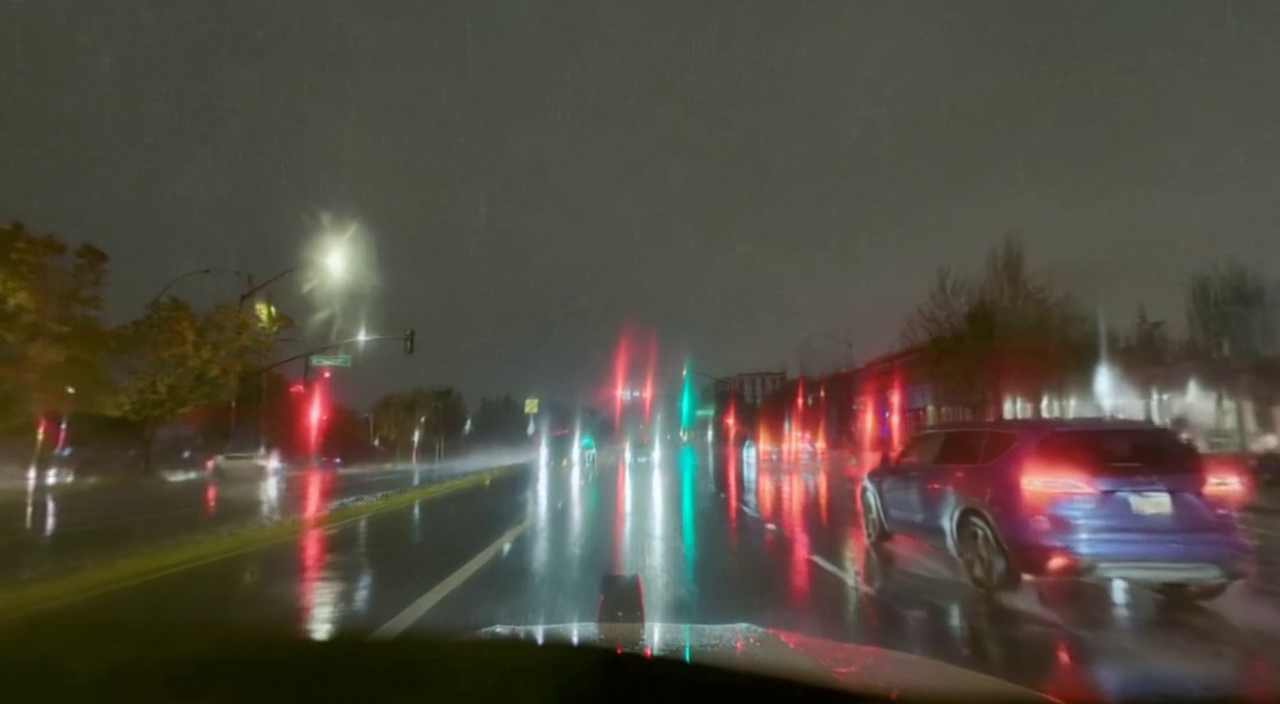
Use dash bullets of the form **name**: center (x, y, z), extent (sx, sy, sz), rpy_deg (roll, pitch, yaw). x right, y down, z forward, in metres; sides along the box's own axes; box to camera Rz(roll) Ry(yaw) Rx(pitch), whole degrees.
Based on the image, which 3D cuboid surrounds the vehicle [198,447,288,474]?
- **vehicle**: center (-24.845, 6.762, 39.714), extent (4.561, 1.588, 1.832), rpy_deg (5, -10, -29)

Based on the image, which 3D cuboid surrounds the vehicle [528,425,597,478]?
- **vehicle**: center (-2.875, 3.856, 24.621), extent (2.064, 1.825, 4.760), rpy_deg (0, -8, 0)

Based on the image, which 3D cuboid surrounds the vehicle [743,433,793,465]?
- **vehicle**: center (7.078, 5.420, 35.365), extent (1.894, 1.693, 4.110), rpy_deg (0, -8, -1)

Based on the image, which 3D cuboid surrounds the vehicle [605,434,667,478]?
- **vehicle**: center (-0.151, 3.804, 23.333), extent (2.097, 1.480, 4.006), rpy_deg (0, -8, 0)

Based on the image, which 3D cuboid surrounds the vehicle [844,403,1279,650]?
- **vehicle**: center (3.679, 1.378, 6.085), extent (1.861, 1.473, 4.393), rpy_deg (0, -8, -1)

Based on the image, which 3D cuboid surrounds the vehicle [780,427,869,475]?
- **vehicle**: center (7.268, 3.976, 25.477), extent (2.068, 1.731, 4.752), rpy_deg (0, -8, -1)
